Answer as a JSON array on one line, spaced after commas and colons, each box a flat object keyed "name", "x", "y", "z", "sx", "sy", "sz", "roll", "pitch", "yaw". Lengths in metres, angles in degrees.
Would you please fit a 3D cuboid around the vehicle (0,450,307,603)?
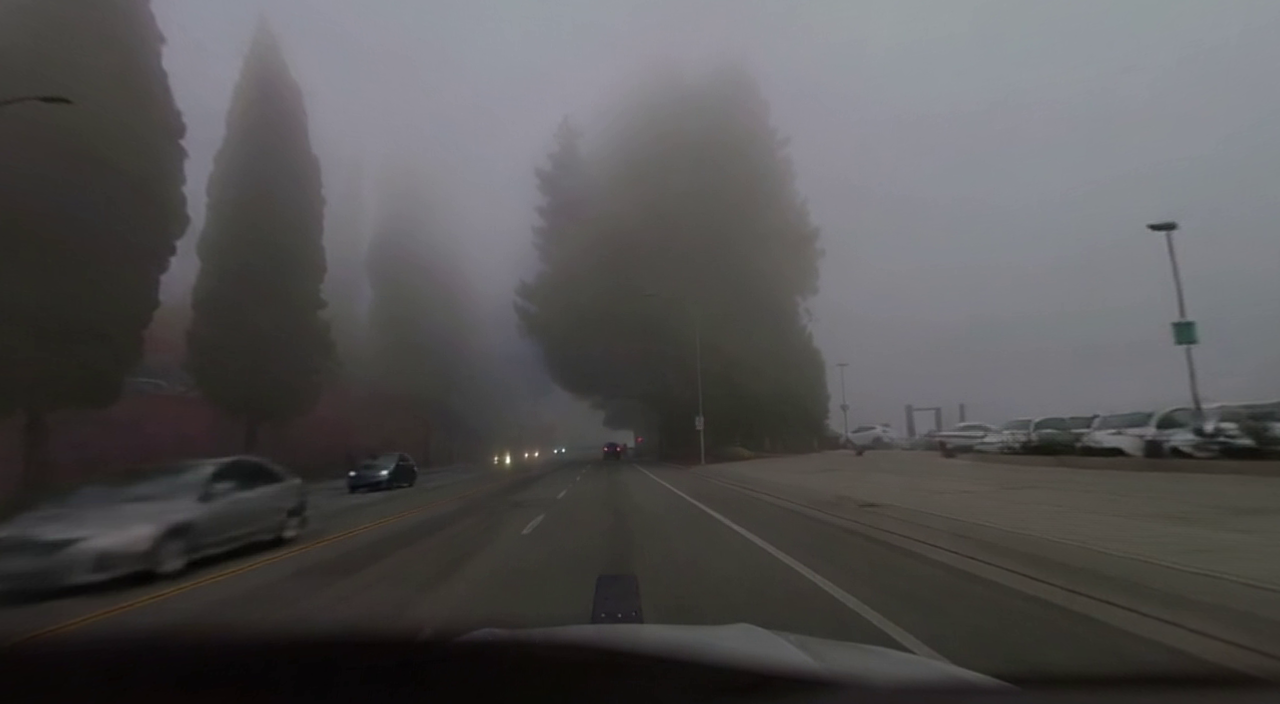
[{"name": "vehicle", "x": -6.701, "y": 2.123, "z": 8.652, "sx": 2.033, "sy": 1.511, "sz": 4.247, "roll": 0, "pitch": -8, "yaw": -1}]

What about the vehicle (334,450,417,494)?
[{"name": "vehicle", "x": -11.551, "y": 5.237, "z": 27.959, "sx": 2.000, "sy": 1.728, "sz": 4.510, "roll": 0, "pitch": -8, "yaw": -4}]
